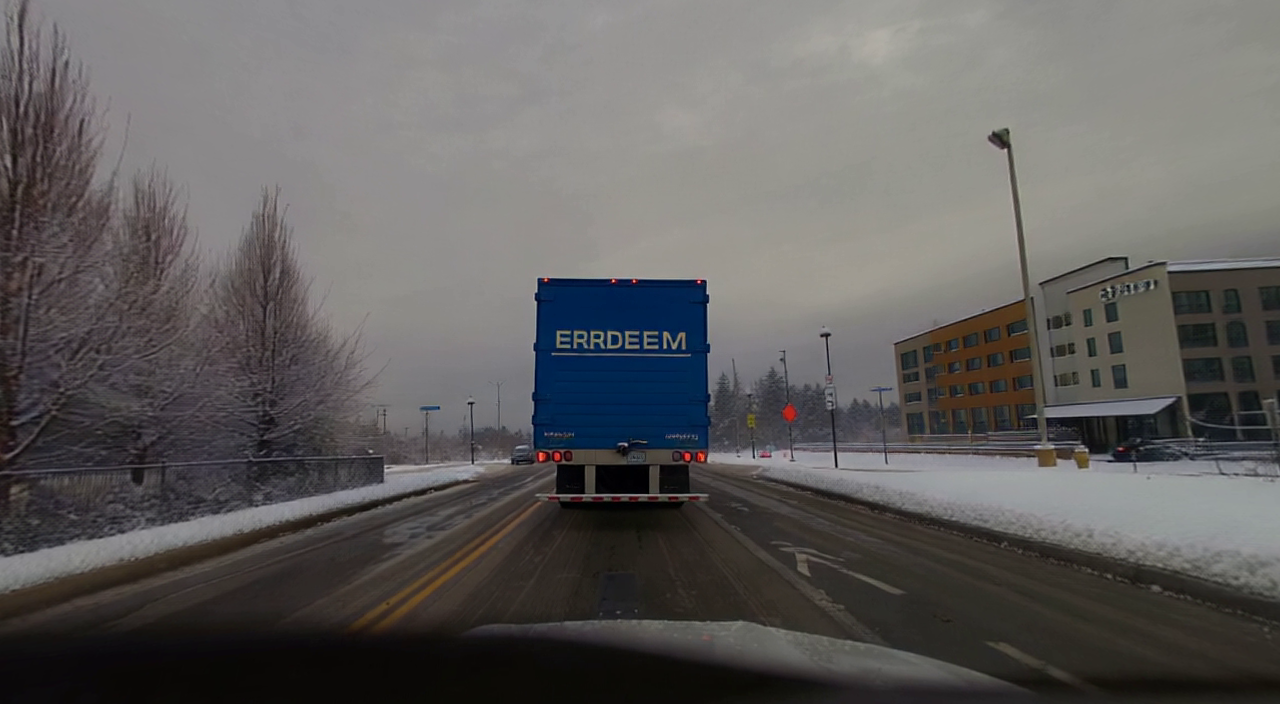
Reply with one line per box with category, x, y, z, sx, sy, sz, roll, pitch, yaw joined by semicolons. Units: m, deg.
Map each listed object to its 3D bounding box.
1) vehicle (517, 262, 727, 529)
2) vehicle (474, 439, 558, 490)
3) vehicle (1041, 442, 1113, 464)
vehicle;-0.207;1.186;13.471;2.876;3.724;9.351;0;-8;1
vehicle;-3.925;3.607;20.549;1.957;1.462;3.878;0;-8;0
vehicle;31.352;7.216;45.167;1.652;1.423;3.797;5;-9;-35
